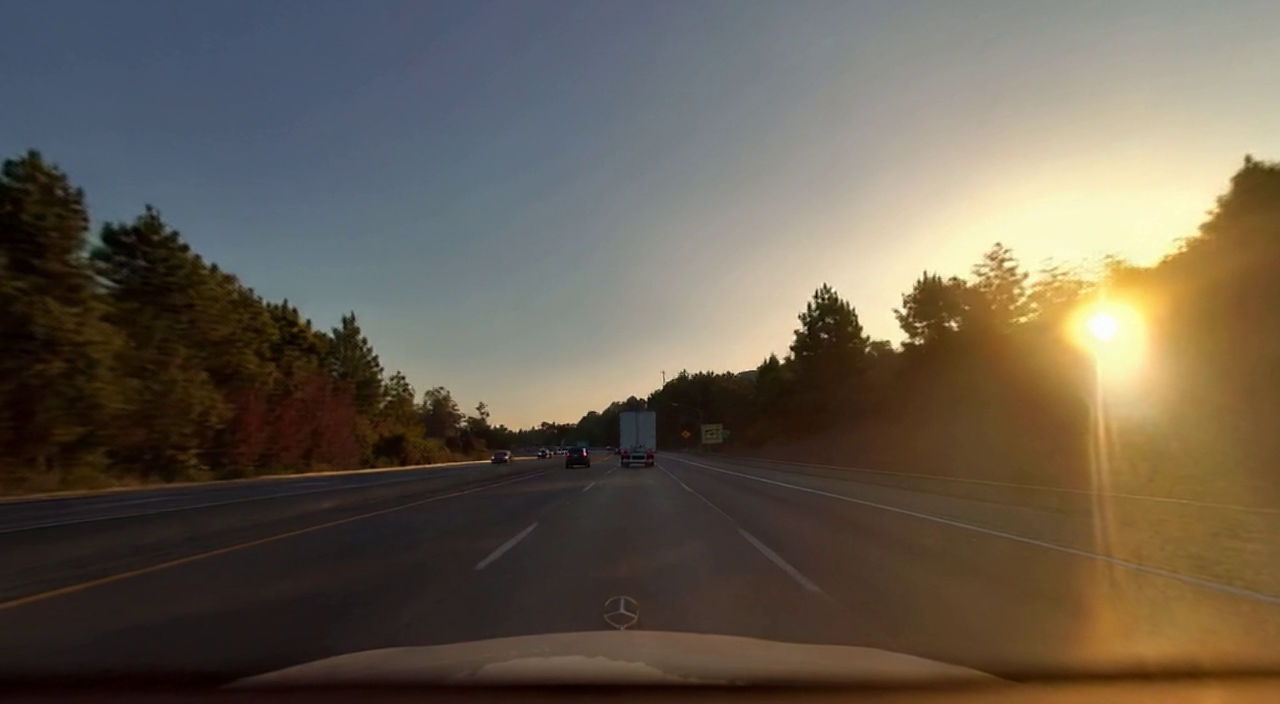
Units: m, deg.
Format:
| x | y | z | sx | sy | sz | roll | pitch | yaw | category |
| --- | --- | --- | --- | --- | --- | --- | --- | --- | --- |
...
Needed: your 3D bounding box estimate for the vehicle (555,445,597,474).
| x | y | z | sx | sy | sz | roll | pitch | yaw | category |
| --- | --- | --- | --- | --- | --- | --- | --- | --- | --- |
| -3.771 | 6.412 | 37.628 | 2.112 | 1.645 | 4.129 | 0 | -9 | -1 | vehicle |
